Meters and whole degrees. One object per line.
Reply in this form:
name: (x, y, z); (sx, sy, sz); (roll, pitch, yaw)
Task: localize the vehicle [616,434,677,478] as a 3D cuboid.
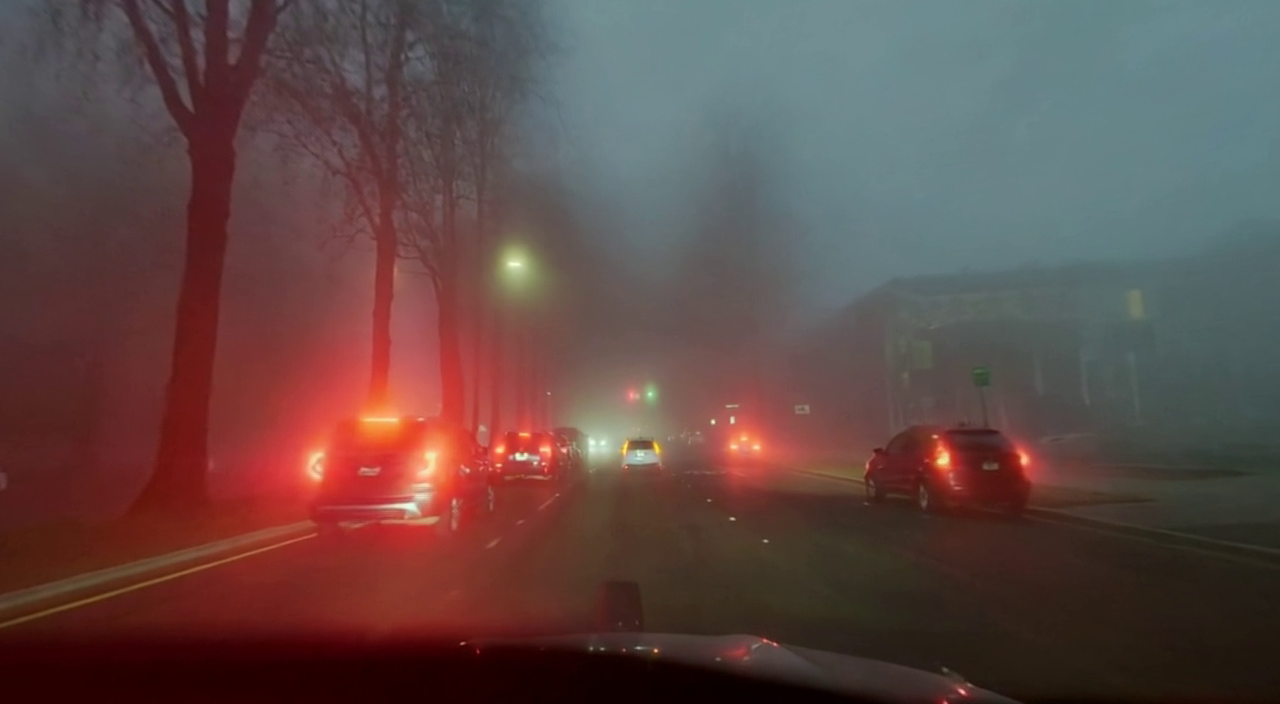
vehicle: (0.170, 4.121, 25.197); (2.201, 1.589, 3.843); (0, -9, -3)

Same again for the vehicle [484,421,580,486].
vehicle: (-3.526, 3.456, 21.738); (2.487, 1.978, 4.628); (0, -9, 0)

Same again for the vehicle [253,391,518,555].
vehicle: (-3.530, 1.816, 10.101); (2.223, 1.957, 4.845); (0, -9, 0)

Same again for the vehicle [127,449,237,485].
vehicle: (-22.409, 5.598, 31.177); (2.148, 1.607, 4.428); (0, -9, -1)

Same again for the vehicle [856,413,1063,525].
vehicle: (6.410, 2.389, 13.410); (1.997, 1.943, 4.409); (0, -9, 0)

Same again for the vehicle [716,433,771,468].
vehicle: (5.981, 5.771, 37.079); (2.300, 1.903, 4.579); (0, -9, -1)
